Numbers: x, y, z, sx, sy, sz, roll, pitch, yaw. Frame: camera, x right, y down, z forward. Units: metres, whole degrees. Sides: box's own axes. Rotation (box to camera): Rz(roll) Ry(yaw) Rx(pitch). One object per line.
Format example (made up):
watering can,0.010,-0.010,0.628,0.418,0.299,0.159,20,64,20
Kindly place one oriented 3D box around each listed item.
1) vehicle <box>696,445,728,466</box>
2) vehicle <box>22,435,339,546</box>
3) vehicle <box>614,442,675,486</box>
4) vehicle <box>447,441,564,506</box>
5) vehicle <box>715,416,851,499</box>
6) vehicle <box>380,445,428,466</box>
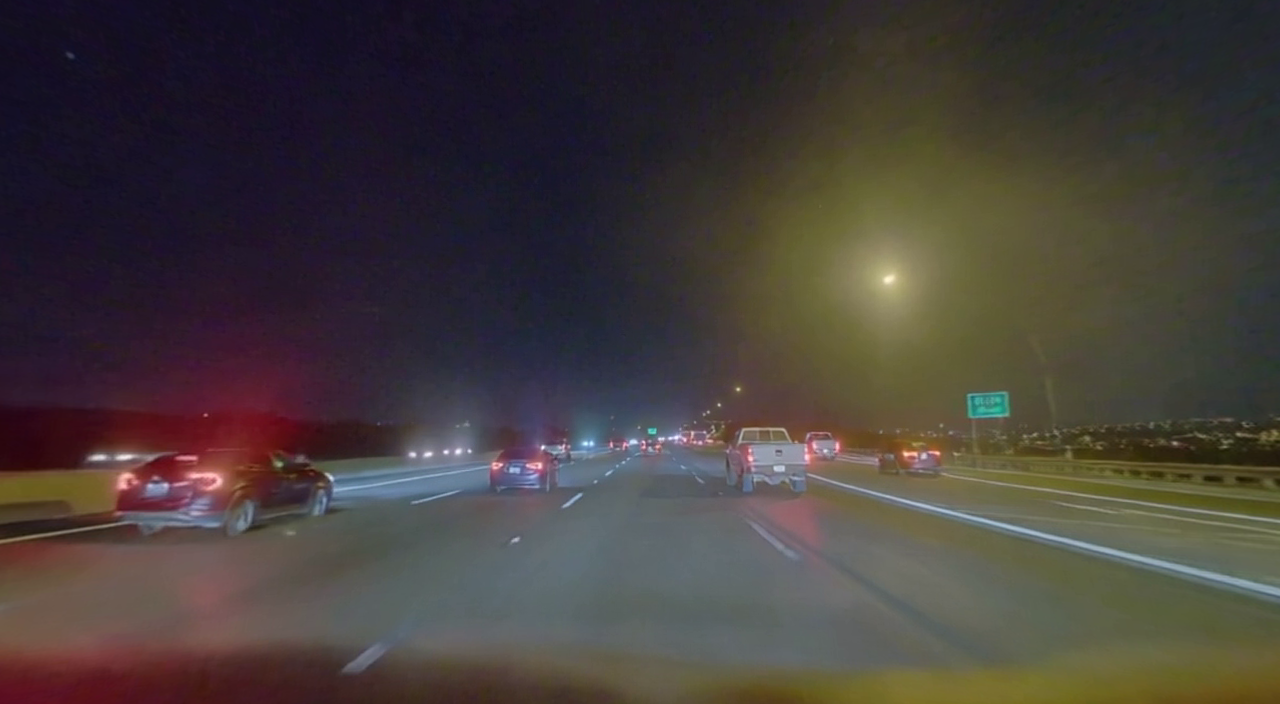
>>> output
vehicle,5.358,7.756,47.257,2.023,1.507,4.510,0,-9,2
vehicle,-7.454,2.267,11.006,2.065,1.519,4.491,0,-9,1
vehicle,0.208,4.172,23.666,2.071,1.478,4.130,0,-9,1
vehicle,-3.382,3.162,16.802,1.996,1.488,4.451,0,-9,2
vehicle,4.108,3.259,19.755,2.802,2.151,6.579,0,-9,1
vehicle,-18.441,8.112,49.473,1.897,1.504,4.444,-1,-9,2
